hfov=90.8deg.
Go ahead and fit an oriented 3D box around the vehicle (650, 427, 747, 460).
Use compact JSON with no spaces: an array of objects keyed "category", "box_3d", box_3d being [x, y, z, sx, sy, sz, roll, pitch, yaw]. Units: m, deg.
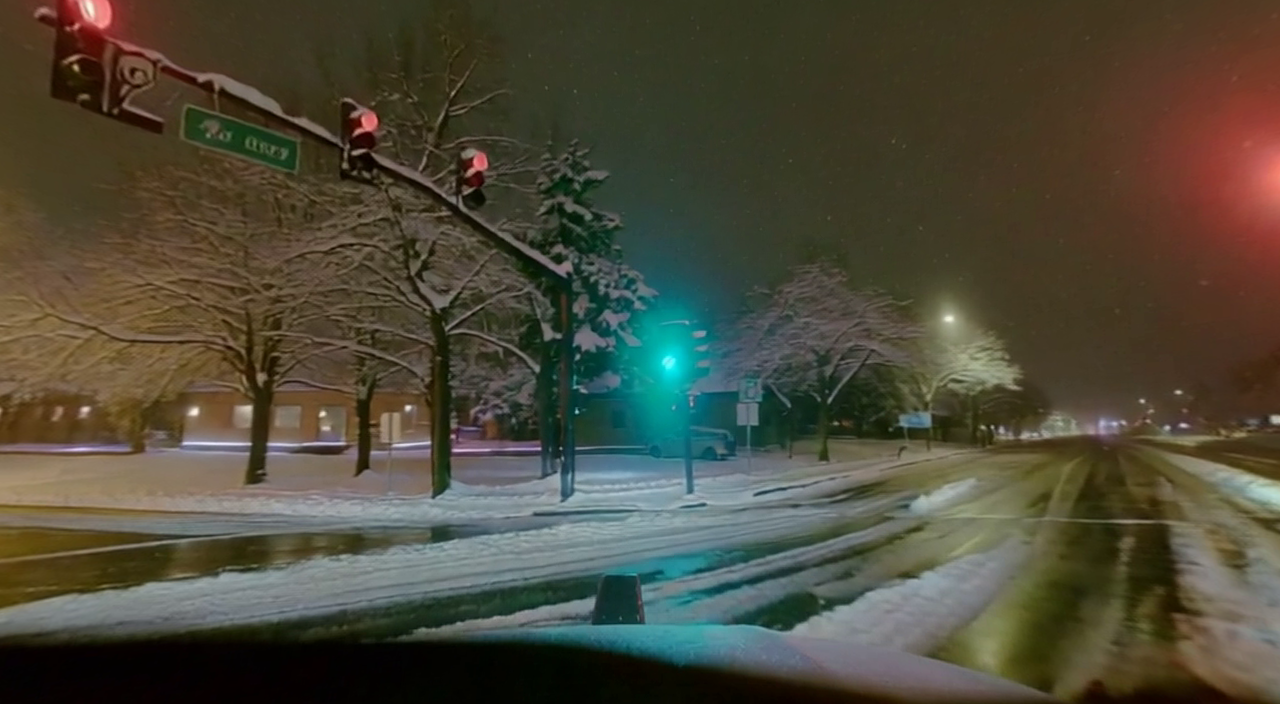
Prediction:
[{"category":"vehicle","box_3d":[3.063,4.861,33.412,4.765,1.593,1.891,-5,-10,30]}]
